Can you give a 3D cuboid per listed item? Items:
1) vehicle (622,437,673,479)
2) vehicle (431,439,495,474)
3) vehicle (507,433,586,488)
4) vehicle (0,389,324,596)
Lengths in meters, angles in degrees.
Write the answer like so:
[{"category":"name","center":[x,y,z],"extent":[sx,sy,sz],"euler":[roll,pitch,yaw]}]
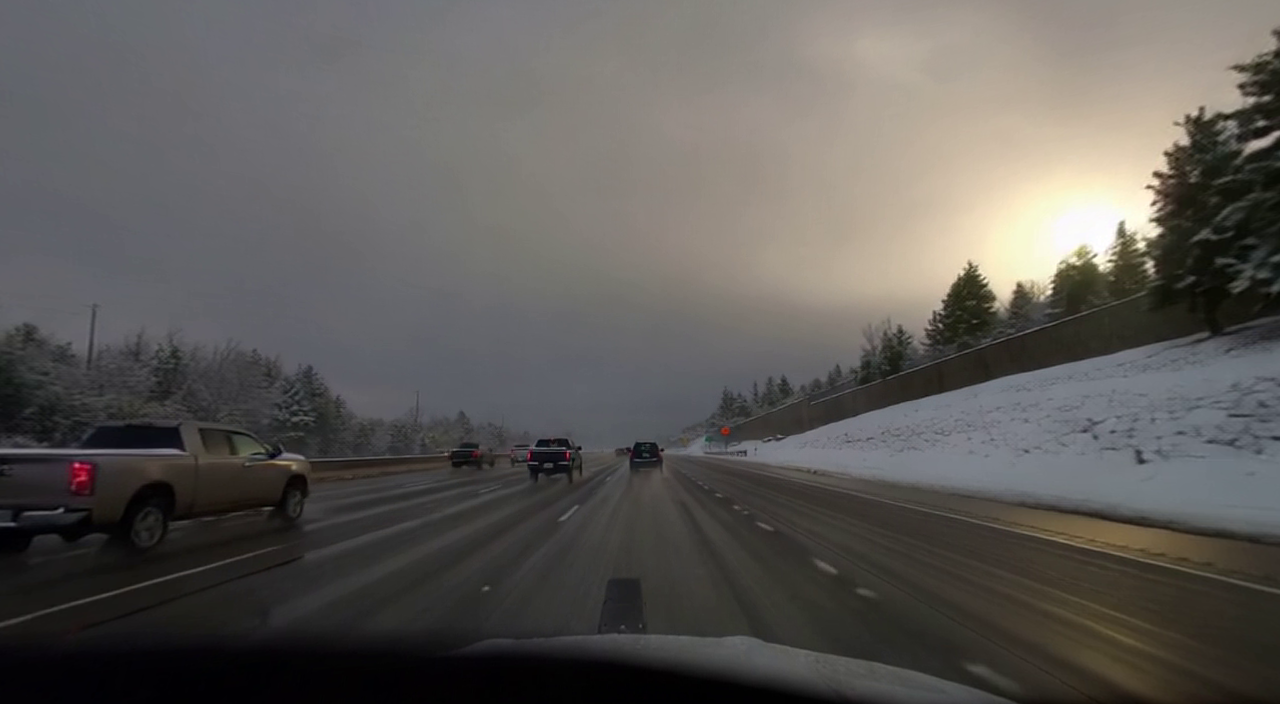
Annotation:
[{"category":"vehicle","center":[0.332,4.950,29.726],"extent":[2.233,1.804,4.273],"euler":[0,-9,0]},{"category":"vehicle","center":[-10.606,6.290,38.218],"extent":[2.230,1.928,5.333],"euler":[0,-9,1]},{"category":"vehicle","center":[-3.291,3.937,23.206],"extent":[2.093,1.820,4.506],"euler":[0,-9,1]},{"category":"vehicle","center":[-6.648,1.660,8.382],"extent":[2.108,1.856,5.214],"euler":[0,-9,1]}]
